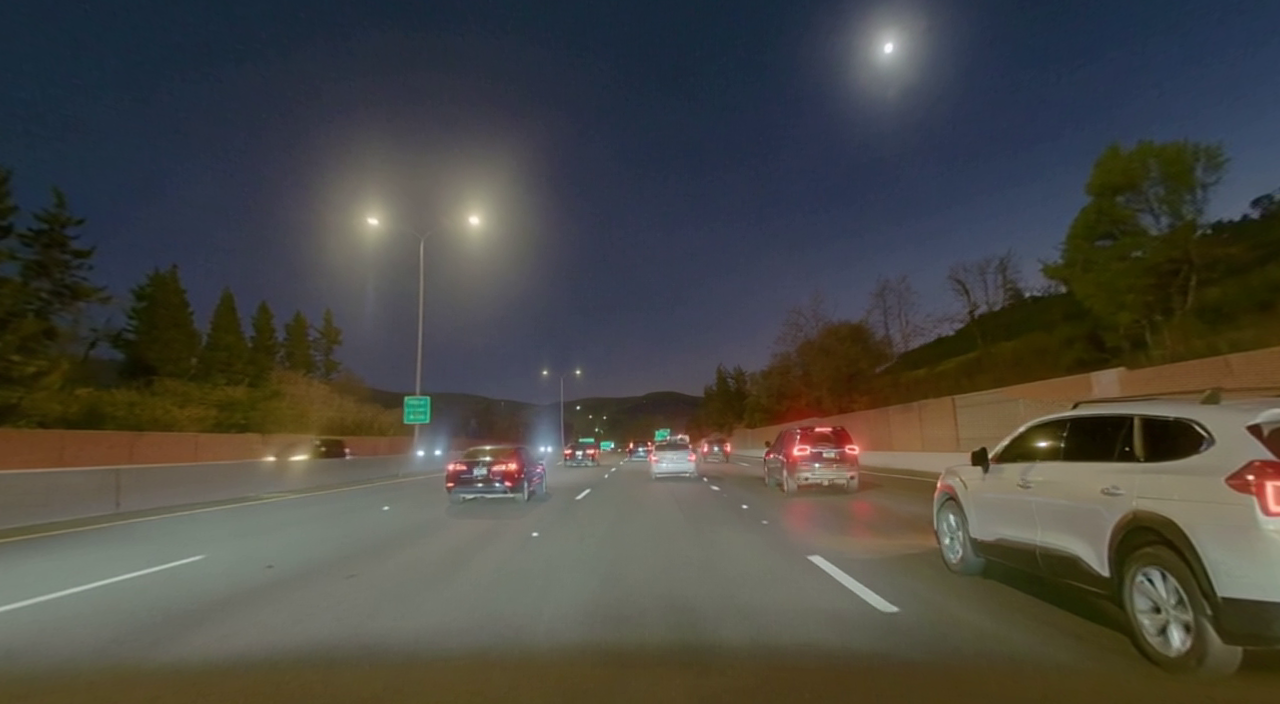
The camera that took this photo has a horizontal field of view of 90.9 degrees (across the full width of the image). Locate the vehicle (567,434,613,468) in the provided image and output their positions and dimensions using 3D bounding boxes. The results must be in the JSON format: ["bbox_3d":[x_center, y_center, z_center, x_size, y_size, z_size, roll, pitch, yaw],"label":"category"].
[{"bbox_3d":[-2.822,5.732,36.672,2.154,1.793,4.736,0,-8,2],"label":"vehicle"}]

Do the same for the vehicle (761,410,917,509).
[{"bbox_3d":[4.254,2.380,14.399,1.970,1.872,4.575,0,-8,-1],"label":"vehicle"}]

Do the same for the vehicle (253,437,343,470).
[{"bbox_3d":[-21.898,6.511,40.760,2.448,1.955,6.132,0,-8,-1],"label":"vehicle"}]

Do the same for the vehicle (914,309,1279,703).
[{"bbox_3d":[3.753,0.941,4.142,1.930,1.831,4.344,0,-8,0],"label":"vehicle"}]

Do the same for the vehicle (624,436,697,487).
[{"bbox_3d":[0.582,3.494,20.455,2.105,1.471,3.978,0,-8,0],"label":"vehicle"}]

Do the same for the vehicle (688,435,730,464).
[{"bbox_3d":[3.764,5.395,35.041,1.855,1.513,3.915,0,-8,0],"label":"vehicle"}]

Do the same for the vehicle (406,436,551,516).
[{"bbox_3d":[-3.285,2.602,13.819,1.961,1.456,4.362,0,-8,1],"label":"vehicle"}]
